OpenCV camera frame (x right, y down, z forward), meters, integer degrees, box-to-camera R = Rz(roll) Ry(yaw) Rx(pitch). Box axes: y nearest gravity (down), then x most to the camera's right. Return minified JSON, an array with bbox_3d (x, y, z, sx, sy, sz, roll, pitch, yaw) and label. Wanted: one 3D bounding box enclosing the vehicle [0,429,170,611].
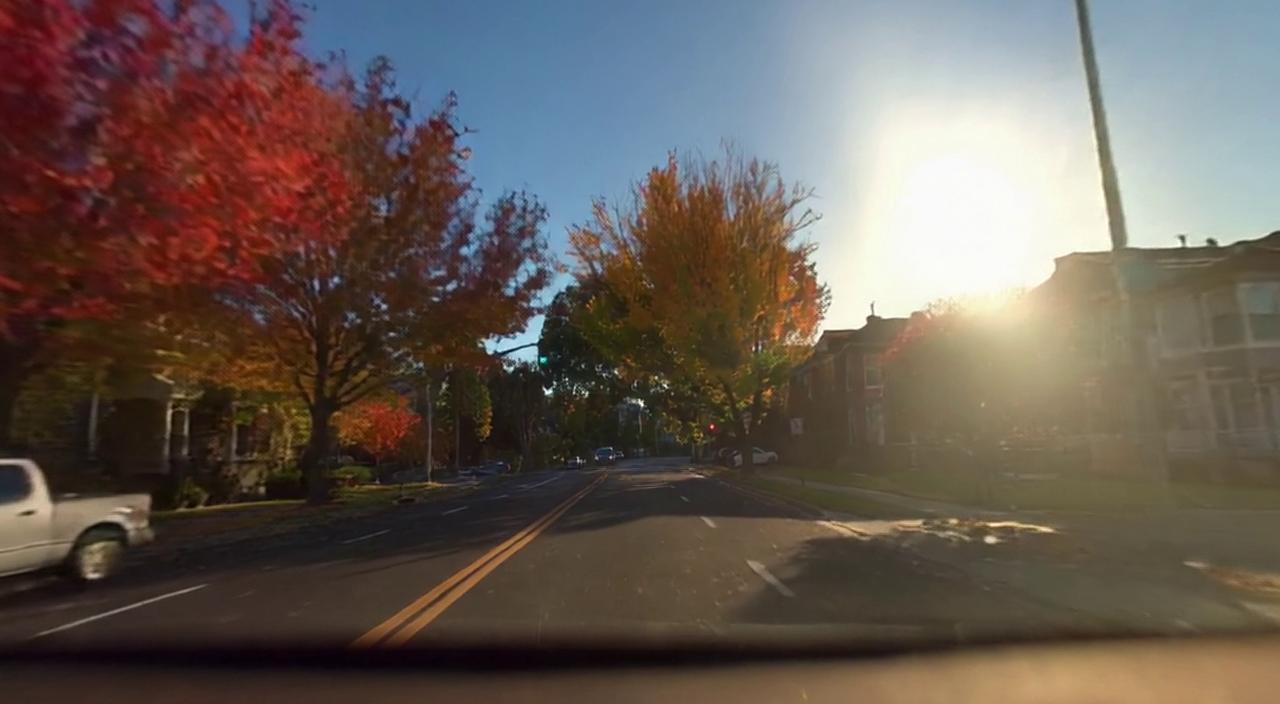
[{"bbox_3d":[-7.230,1.545,5.546,2.129,1.730,5.544,-1,-11,-3],"label":"vehicle"}]
